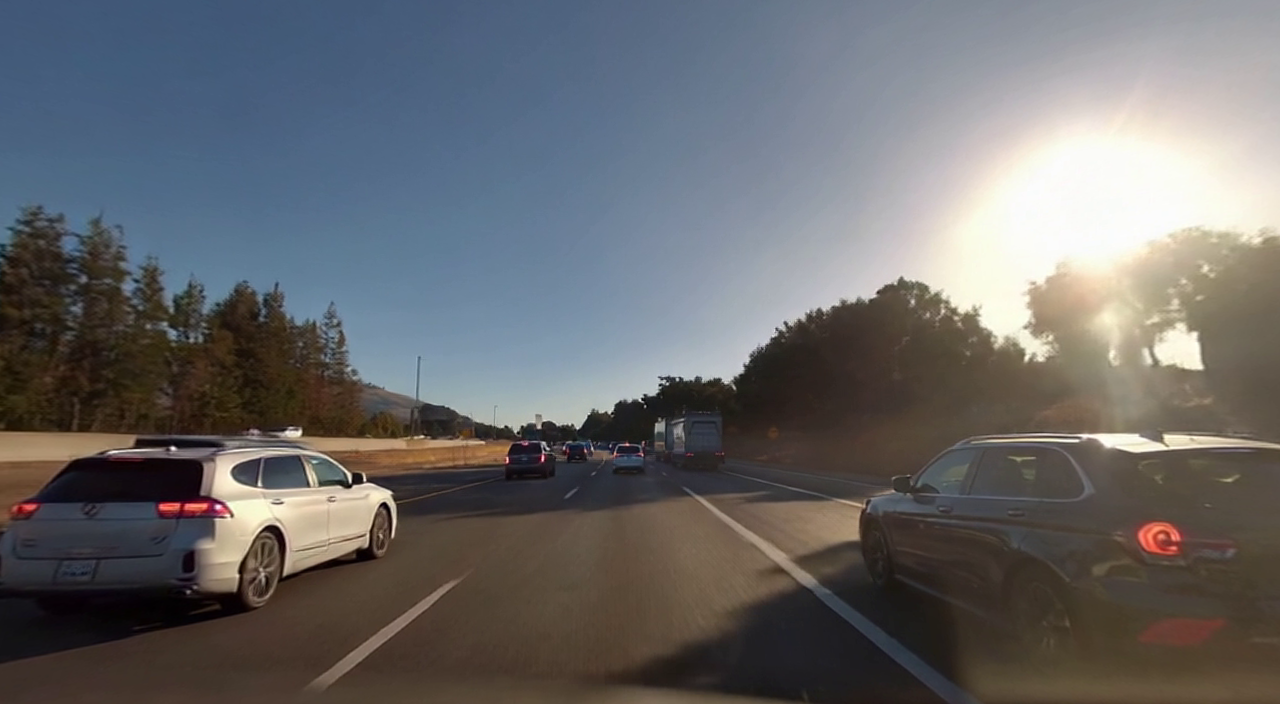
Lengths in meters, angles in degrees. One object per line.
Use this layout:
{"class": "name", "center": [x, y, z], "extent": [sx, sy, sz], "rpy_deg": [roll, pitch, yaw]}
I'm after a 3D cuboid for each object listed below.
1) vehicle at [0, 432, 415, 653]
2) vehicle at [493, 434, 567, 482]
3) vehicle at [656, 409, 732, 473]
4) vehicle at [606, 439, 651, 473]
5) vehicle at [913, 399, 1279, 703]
{"class": "vehicle", "center": [-4.073, 1.568, 6.326], "extent": [1.947, 1.424, 4.264], "rpy_deg": [0, -9, 1]}
{"class": "vehicle", "center": [-4.387, 4.308, 25.908], "extent": [2.176, 1.783, 4.799], "rpy_deg": [0, -9, 0]}
{"class": "vehicle", "center": [2.935, 5.513, 38.665], "extent": [3.426, 3.279, 12.313], "rpy_deg": [0, -9, -1]}
{"class": "vehicle", "center": [-0.619, 5.610, 34.123], "extent": [2.235, 1.682, 4.094], "rpy_deg": [0, -9, -1]}
{"class": "vehicle", "center": [3.122, 1.001, 2.609], "extent": [2.031, 1.504, 4.327], "rpy_deg": [0, -9, 0]}
